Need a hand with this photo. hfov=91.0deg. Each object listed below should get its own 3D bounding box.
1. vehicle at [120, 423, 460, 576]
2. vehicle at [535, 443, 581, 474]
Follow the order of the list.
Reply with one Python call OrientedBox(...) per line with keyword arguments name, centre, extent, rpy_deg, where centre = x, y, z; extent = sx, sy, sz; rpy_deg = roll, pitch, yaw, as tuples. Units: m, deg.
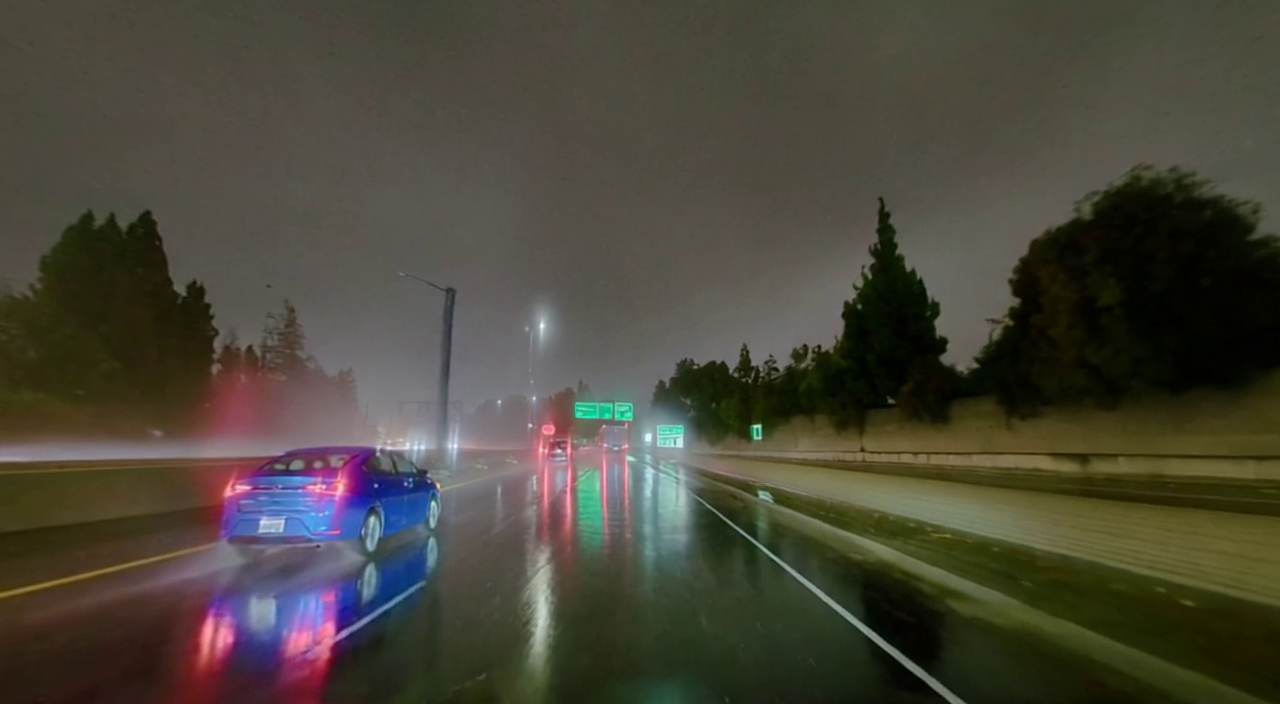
OrientedBox(name="vehicle", centre=(-4.180, 1.840, 8.693), extent=(2.012, 1.510, 4.672), rpy_deg=(0, -9, 0))
OrientedBox(name="vehicle", centre=(-4.130, 5.420, 32.333), extent=(1.965, 1.459, 4.145), rpy_deg=(1, -9, -2))
